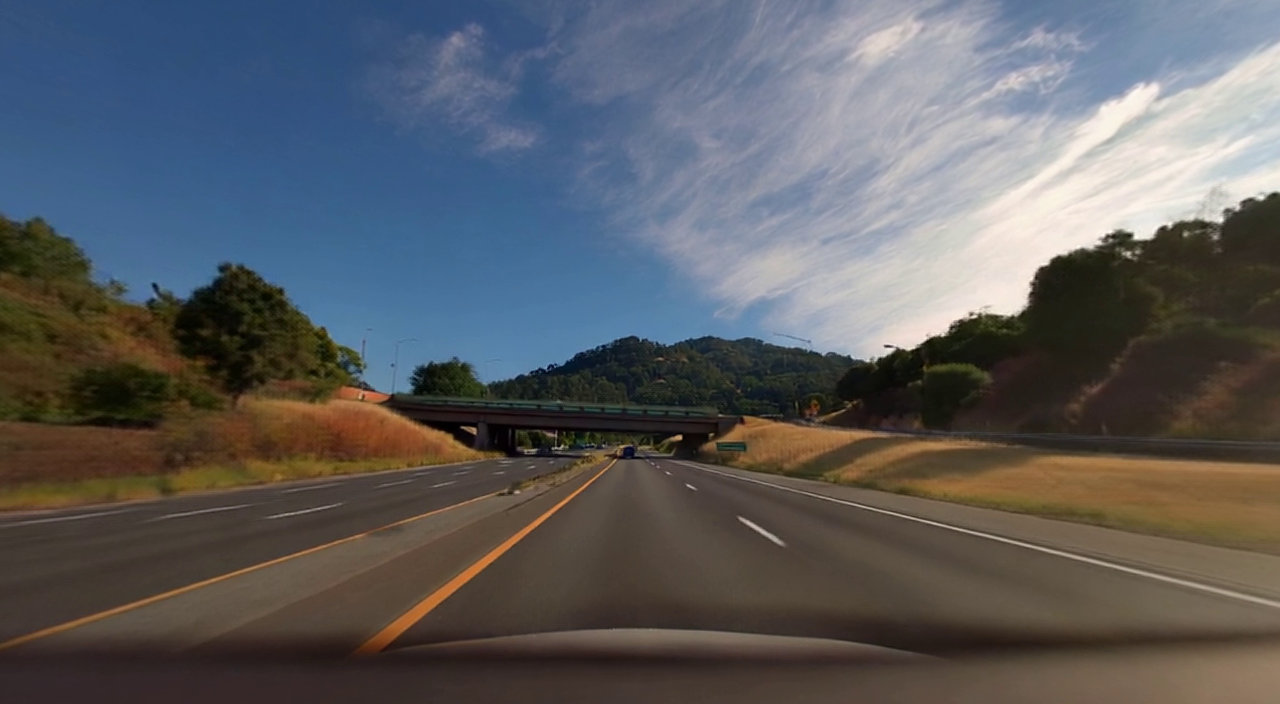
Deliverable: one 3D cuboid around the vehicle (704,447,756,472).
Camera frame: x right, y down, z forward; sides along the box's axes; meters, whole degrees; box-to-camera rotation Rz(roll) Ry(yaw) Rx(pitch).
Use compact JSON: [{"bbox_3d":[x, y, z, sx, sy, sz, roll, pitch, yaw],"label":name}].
[{"bbox_3d":[6.560,7.908,46.860,2.406,1.702,6.765,1,-9,-4],"label":"vehicle"}]
